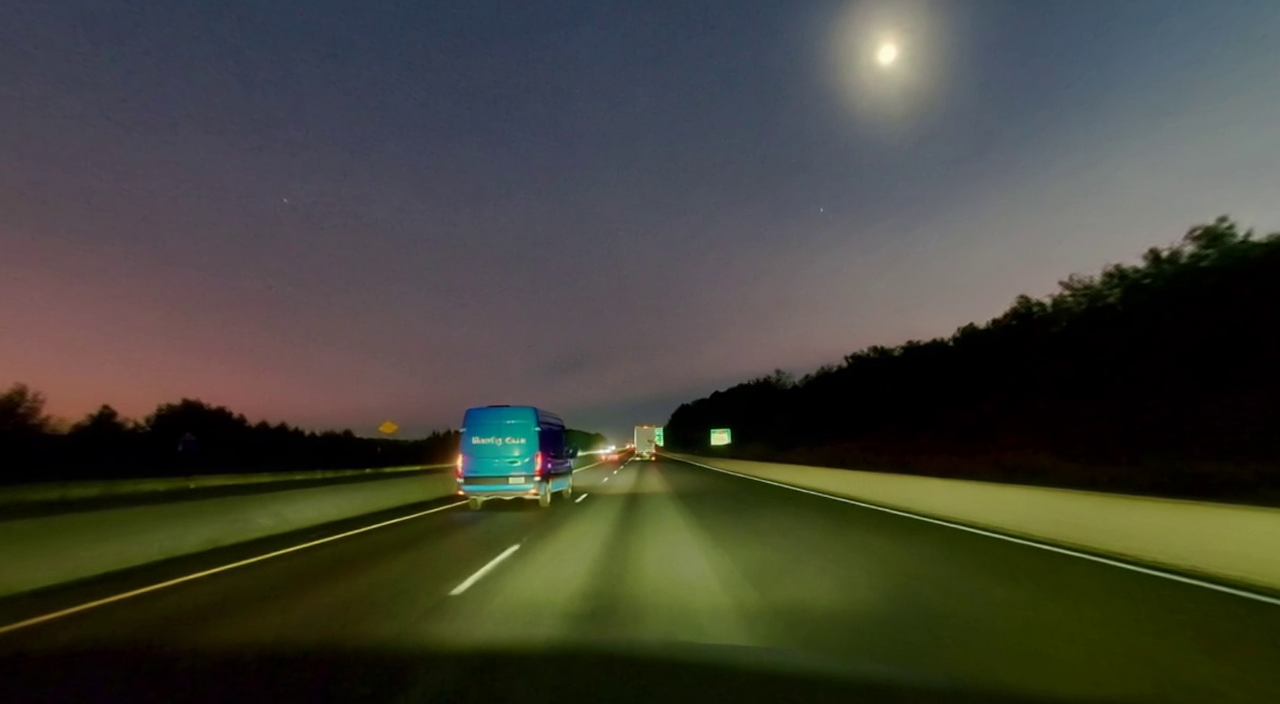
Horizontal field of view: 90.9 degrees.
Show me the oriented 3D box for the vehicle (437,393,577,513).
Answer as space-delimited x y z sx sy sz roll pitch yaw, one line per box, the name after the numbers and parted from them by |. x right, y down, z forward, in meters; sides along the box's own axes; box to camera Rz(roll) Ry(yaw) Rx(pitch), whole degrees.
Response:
-3.293 2.755 17.523 2.320 2.636 7.021 0 -9 0 | vehicle
